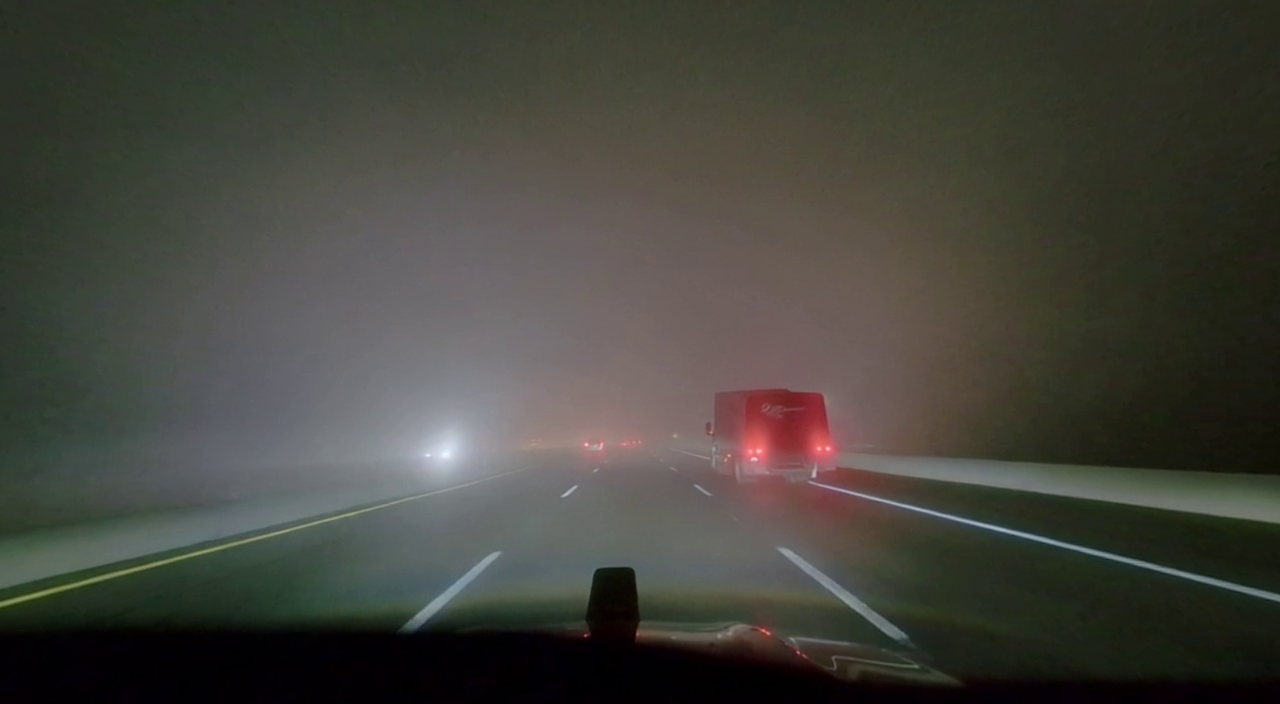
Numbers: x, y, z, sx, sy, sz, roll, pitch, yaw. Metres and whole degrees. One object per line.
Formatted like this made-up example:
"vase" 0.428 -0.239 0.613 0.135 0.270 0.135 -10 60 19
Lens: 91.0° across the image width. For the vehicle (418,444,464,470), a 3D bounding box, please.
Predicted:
"vehicle" -13.194 6.952 41.900 1.767 1.552 4.009 -1 -8 0
